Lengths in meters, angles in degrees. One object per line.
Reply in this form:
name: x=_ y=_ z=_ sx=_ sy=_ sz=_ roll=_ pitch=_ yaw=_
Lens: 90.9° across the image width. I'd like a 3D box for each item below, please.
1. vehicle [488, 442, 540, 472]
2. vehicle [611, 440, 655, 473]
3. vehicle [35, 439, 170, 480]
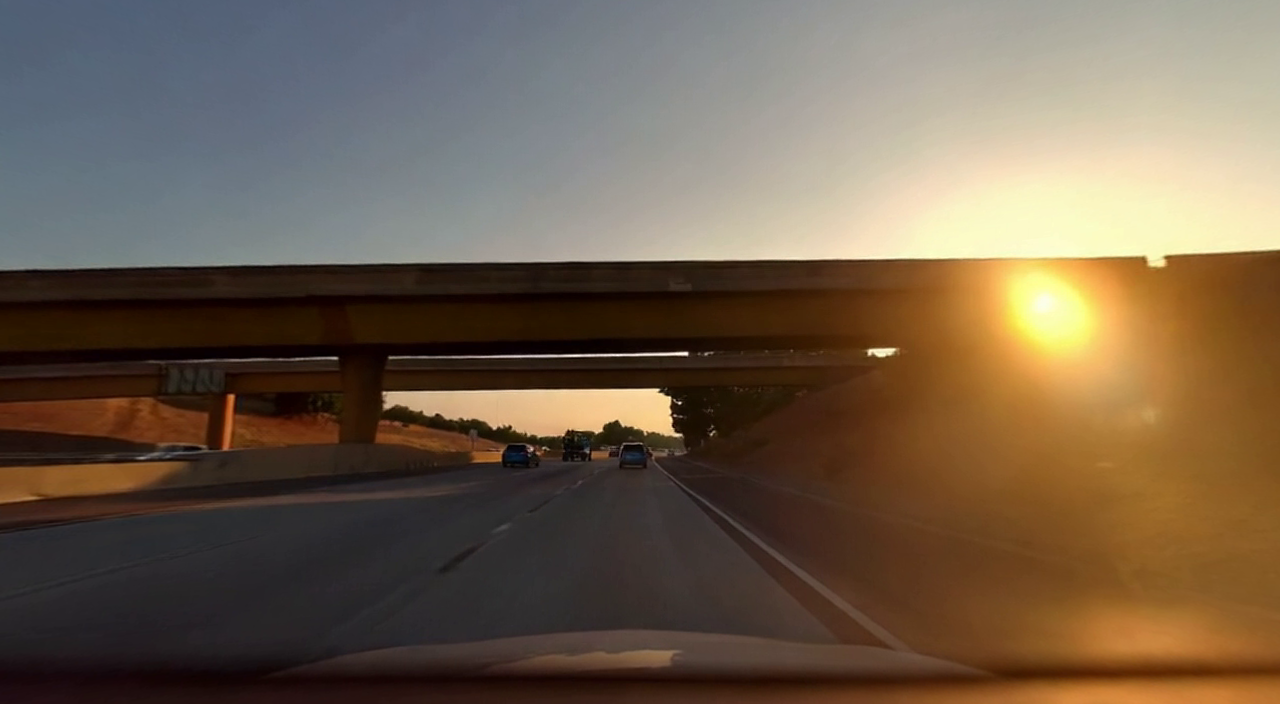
vehicle: x=-7.541 y=6.306 z=38.178 sx=2.115 sy=1.644 sz=4.513 roll=0 pitch=-8 yaw=2
vehicle: x=-0.372 y=5.928 z=36.050 sx=2.336 sy=1.722 sz=4.212 roll=0 pitch=-8 yaw=0
vehicle: x=-21.496 y=4.295 z=25.493 sx=1.753 sy=1.480 sz=4.197 roll=0 pitch=-8 yaw=0
